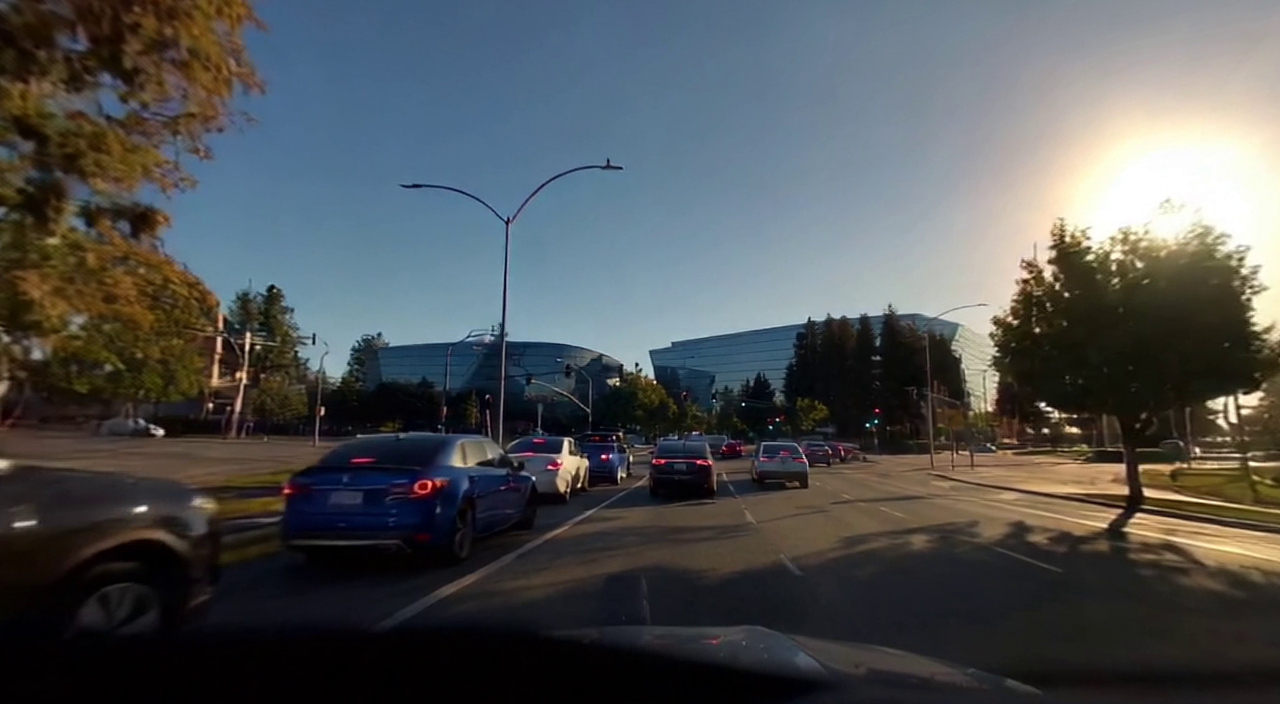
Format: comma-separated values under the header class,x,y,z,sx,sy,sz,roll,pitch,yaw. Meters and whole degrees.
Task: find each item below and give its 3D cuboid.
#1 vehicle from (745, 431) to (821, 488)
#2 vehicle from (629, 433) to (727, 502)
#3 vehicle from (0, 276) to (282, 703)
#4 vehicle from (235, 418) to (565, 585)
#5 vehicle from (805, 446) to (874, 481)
class,x,y,z,sx,sy,sz,roll,pitch,yaw
vehicle,5.005,3.837,22.708,2.102,1.815,4.716,-1,-9,6
vehicle,1.105,2.983,16.716,2.205,1.537,4.895,-1,-8,6
vehicle,-3.347,0.535,1.263,2.142,1.834,4.588,-1,-9,7
vehicle,-2.554,1.719,8.159,2.068,1.525,4.452,-1,-9,8
vehicle,9.359,5.250,29.859,2.120,1.497,4.323,0,-8,4
